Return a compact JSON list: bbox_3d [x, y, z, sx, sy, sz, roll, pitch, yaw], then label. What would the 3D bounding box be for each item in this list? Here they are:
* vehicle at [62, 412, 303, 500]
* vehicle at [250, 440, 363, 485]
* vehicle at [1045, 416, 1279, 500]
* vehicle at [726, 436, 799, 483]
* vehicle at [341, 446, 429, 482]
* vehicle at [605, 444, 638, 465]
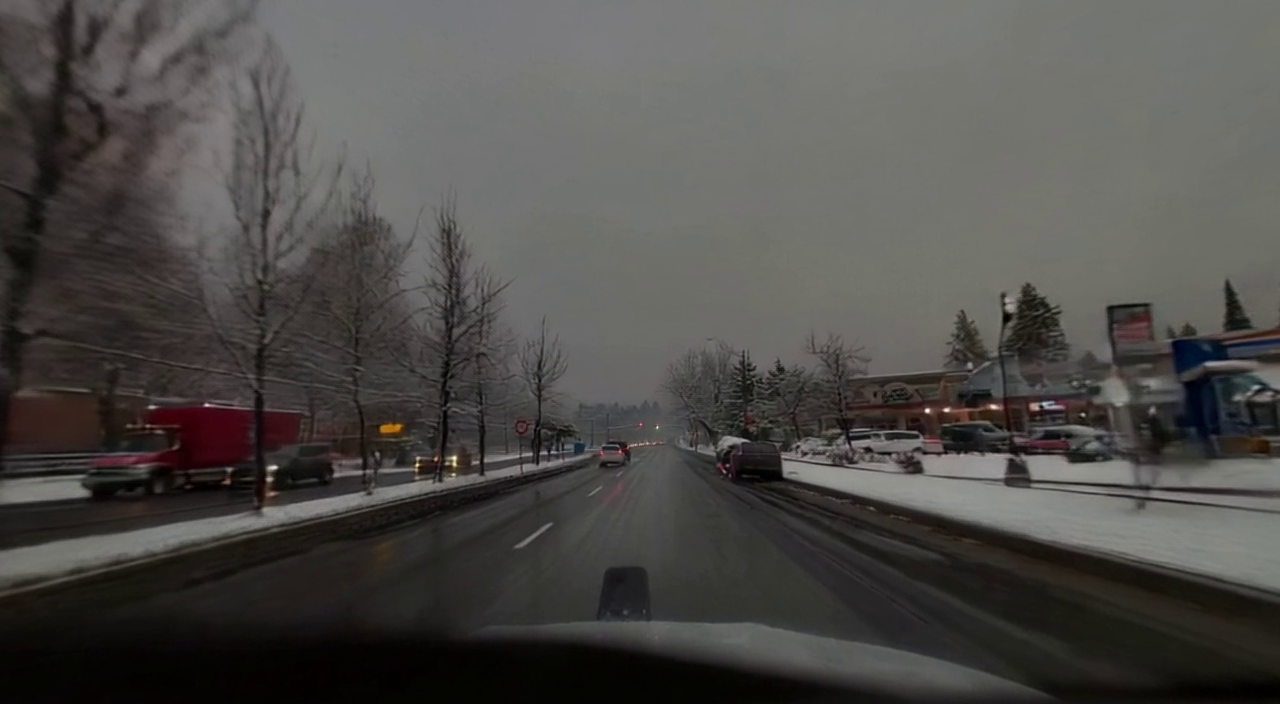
[{"bbox_3d":[-18.608,4.366,26.878,2.953,3.076,9.336,-1,-9,2],"label":"vehicle"},{"bbox_3d":[-14.499,4.823,27.805,2.163,1.761,4.811,-1,-9,2],"label":"vehicle"},{"bbox_3d":[12.254,2.417,14.519,4.454,1.776,1.891,0,-9,0],"label":"vehicle"},{"bbox_3d":[4.854,4.346,25.724,2.179,1.709,4.512,0,-9,1],"label":"vehicle"},{"bbox_3d":[-10.790,4.747,27.025,1.801,1.407,4.270,-1,-9,2],"label":"vehicle"},{"bbox_3d":[-1.267,7.252,44.697,1.959,1.406,4.272,-1,-9,3],"label":"vehicle"}]
